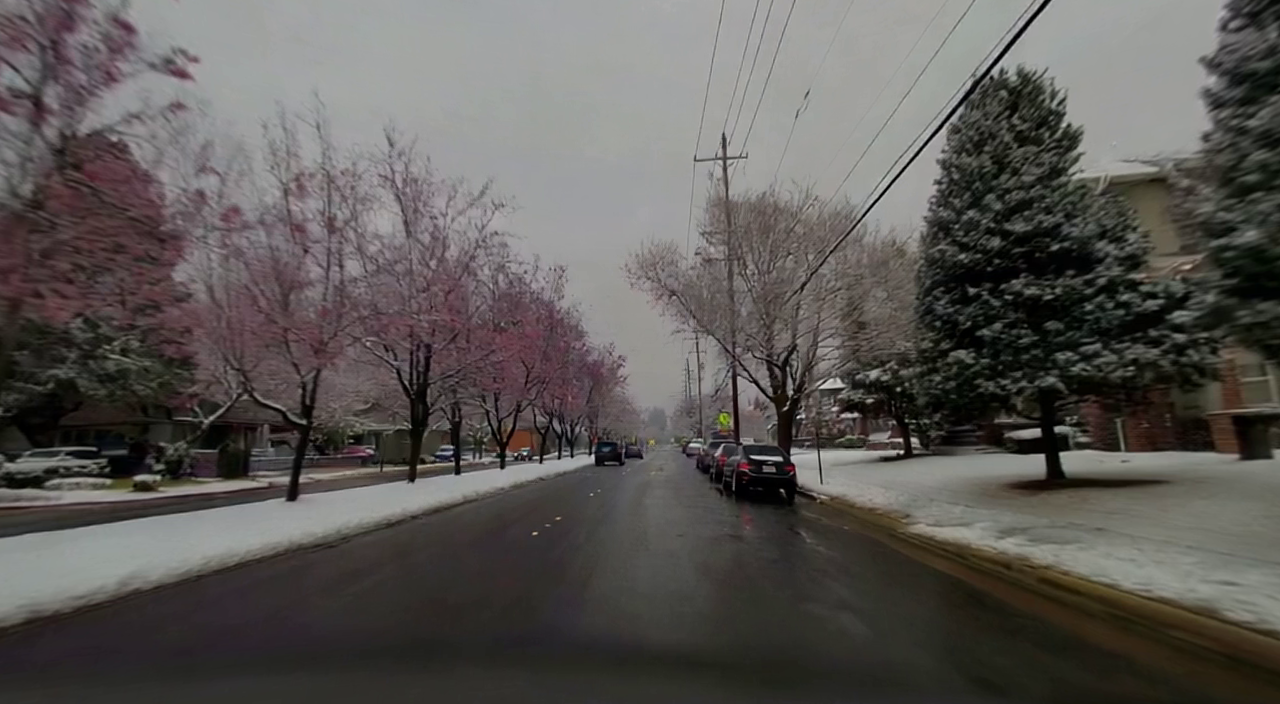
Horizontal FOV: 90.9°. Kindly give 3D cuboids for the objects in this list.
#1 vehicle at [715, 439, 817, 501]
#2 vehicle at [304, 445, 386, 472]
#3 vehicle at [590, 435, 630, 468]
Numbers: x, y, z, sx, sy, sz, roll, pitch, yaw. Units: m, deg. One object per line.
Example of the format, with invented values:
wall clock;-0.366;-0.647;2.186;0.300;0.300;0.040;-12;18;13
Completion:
vehicle;3.326;3.216;17.641;1.985;1.500;4.654;0;-9;1
vehicle;-21.885;7.895;46.952;5.252;1.925;2.061;3;-9;-19
vehicle;-1.831;6.328;40.373;2.202;1.961;4.980;0;-9;2
